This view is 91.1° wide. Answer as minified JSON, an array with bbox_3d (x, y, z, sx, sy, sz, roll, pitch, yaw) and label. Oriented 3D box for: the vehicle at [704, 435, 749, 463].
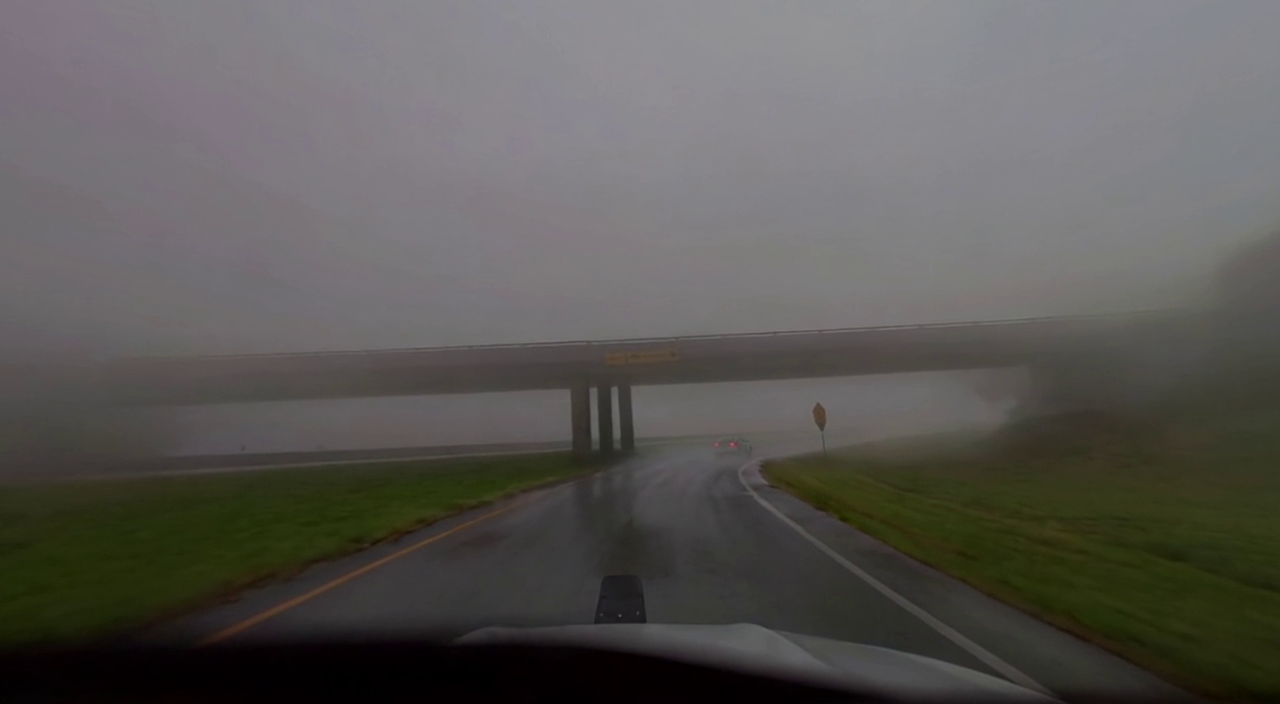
[{"bbox_3d":[4.952,5.483,35.618,1.980,1.449,3.650,-3,-9,15],"label":"vehicle"}]
